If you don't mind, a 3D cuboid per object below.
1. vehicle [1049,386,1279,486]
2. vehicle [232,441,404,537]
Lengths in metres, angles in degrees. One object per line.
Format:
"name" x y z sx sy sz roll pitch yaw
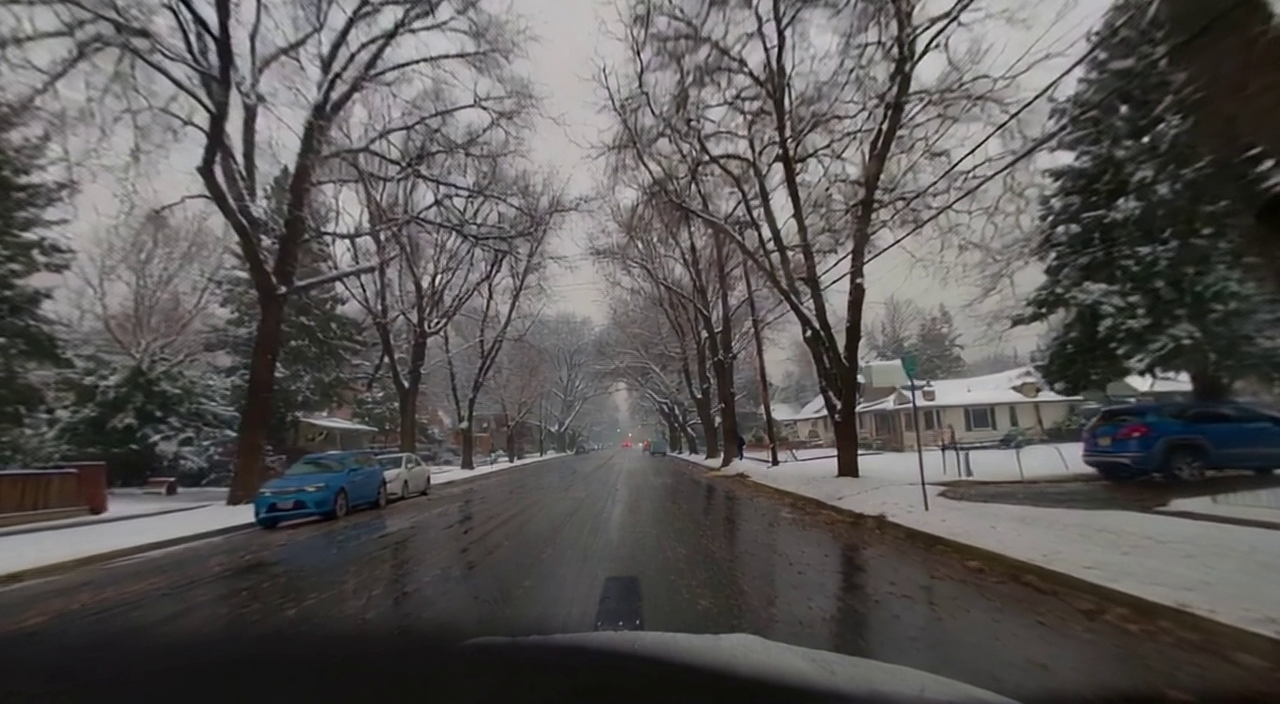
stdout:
"vehicle" 11.485 1.672 12.599 5.198 1.813 2.028 0 -8 -1
"vehicle" -6.429 2.691 13.216 1.874 1.497 4.233 -2 -7 -7
